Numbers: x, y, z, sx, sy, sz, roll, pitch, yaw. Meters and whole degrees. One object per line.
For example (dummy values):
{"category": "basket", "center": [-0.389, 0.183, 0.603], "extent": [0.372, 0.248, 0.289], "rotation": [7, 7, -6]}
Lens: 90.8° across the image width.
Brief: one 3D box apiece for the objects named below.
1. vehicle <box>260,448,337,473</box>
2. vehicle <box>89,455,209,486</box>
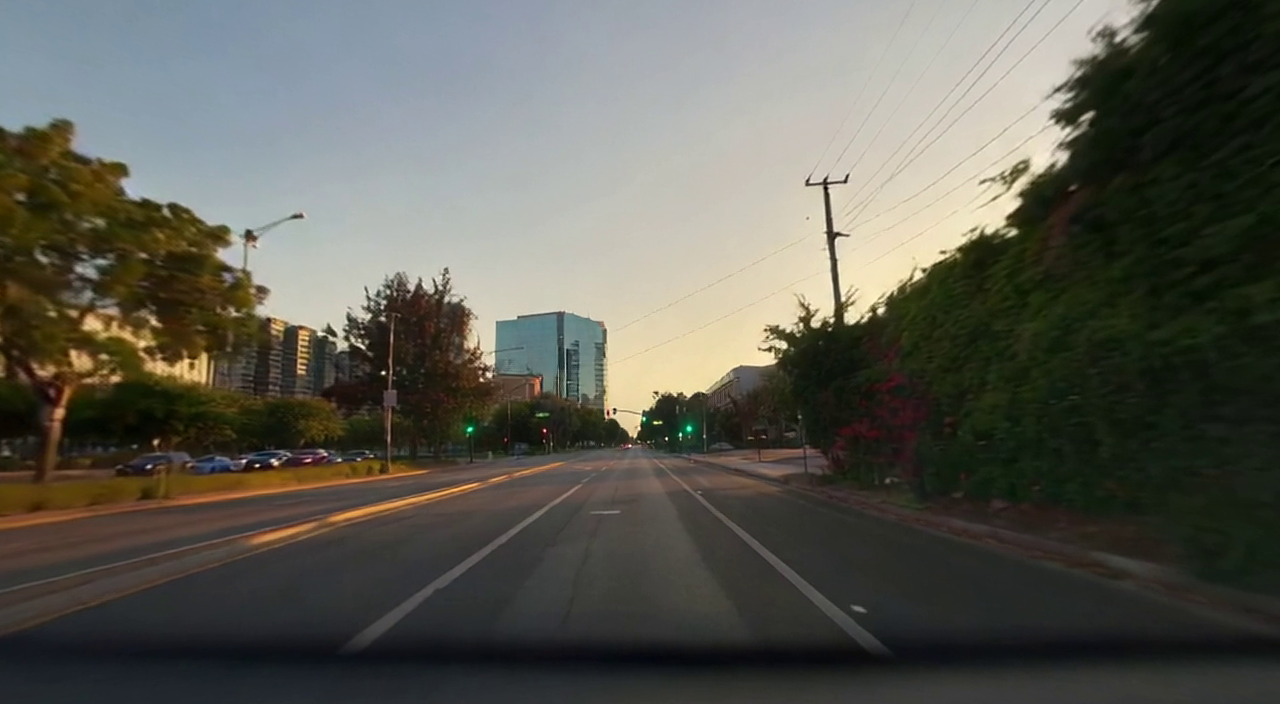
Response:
{"category": "vehicle", "center": [-24.609, 7.819, 45.708], "extent": [4.377, 1.668, 1.977], "rotation": [1, -9, -6]}
{"category": "vehicle", "center": [-25.031, 6.025, 32.293], "extent": [4.417, 1.460, 2.076], "rotation": [0, -8, 2]}
